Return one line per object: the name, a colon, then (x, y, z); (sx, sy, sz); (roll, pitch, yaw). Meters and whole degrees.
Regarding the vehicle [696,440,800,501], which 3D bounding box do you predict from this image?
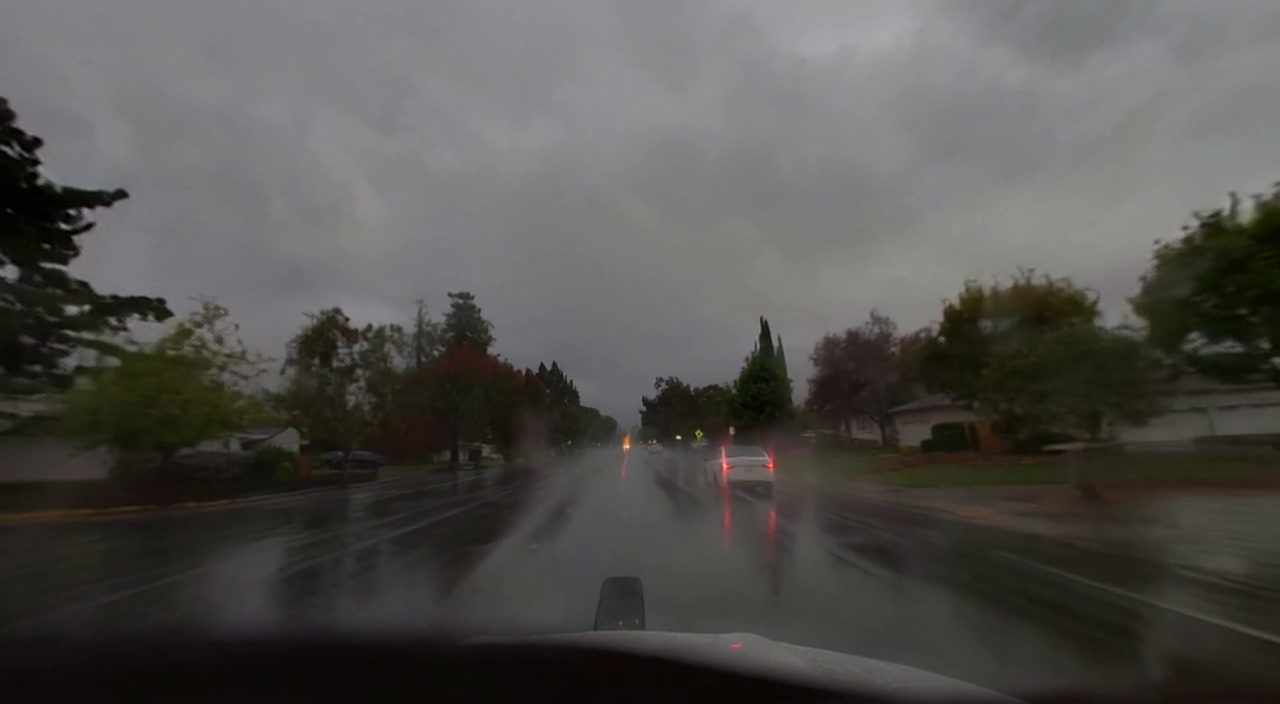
vehicle: (2.903, 3.289, 17.992); (2.057, 1.493, 4.225); (0, -8, -2)
